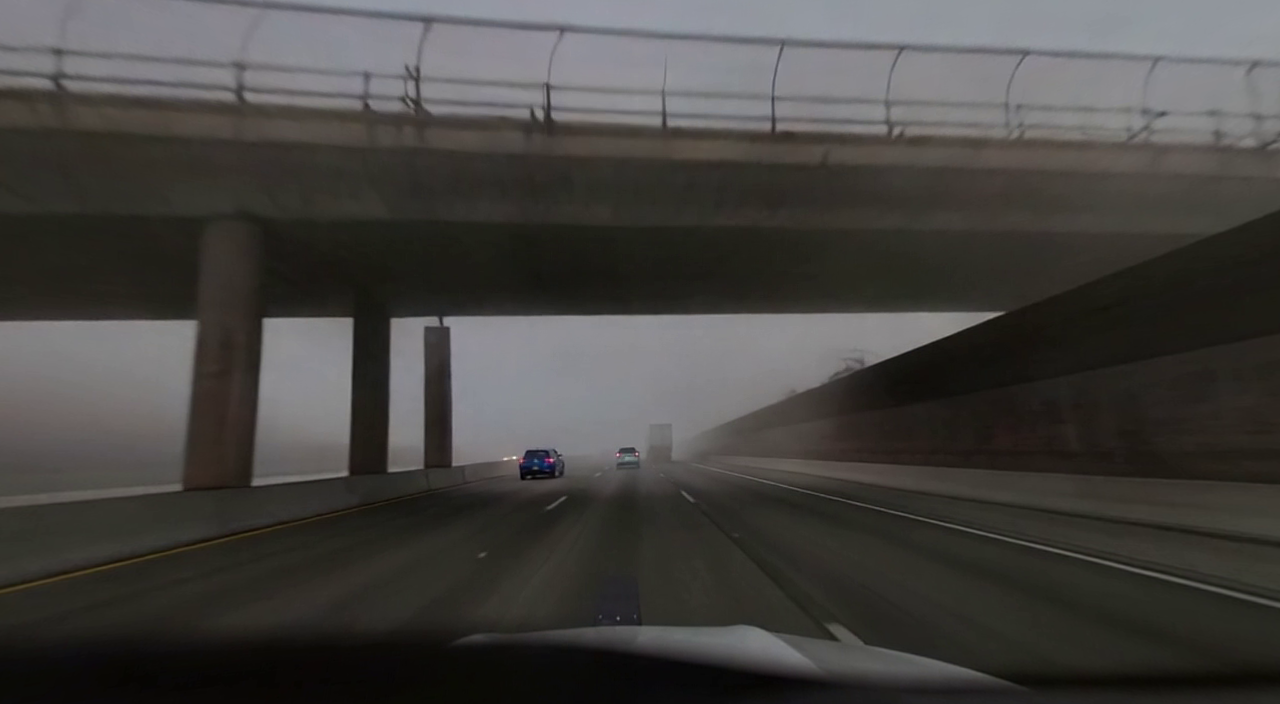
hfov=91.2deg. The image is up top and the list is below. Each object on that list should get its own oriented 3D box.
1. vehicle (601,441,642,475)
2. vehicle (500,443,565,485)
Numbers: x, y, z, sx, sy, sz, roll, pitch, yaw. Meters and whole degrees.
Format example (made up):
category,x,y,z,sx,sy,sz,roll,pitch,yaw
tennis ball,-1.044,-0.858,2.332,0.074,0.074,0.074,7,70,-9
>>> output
category,x,y,z,sx,sy,sz,roll,pitch,yaw
vehicle,-0.912,5.465,32.376,2.004,1.615,4.113,0,-9,0
vehicle,-4.276,4.516,25.530,1.987,1.548,3.981,0,-9,-1
